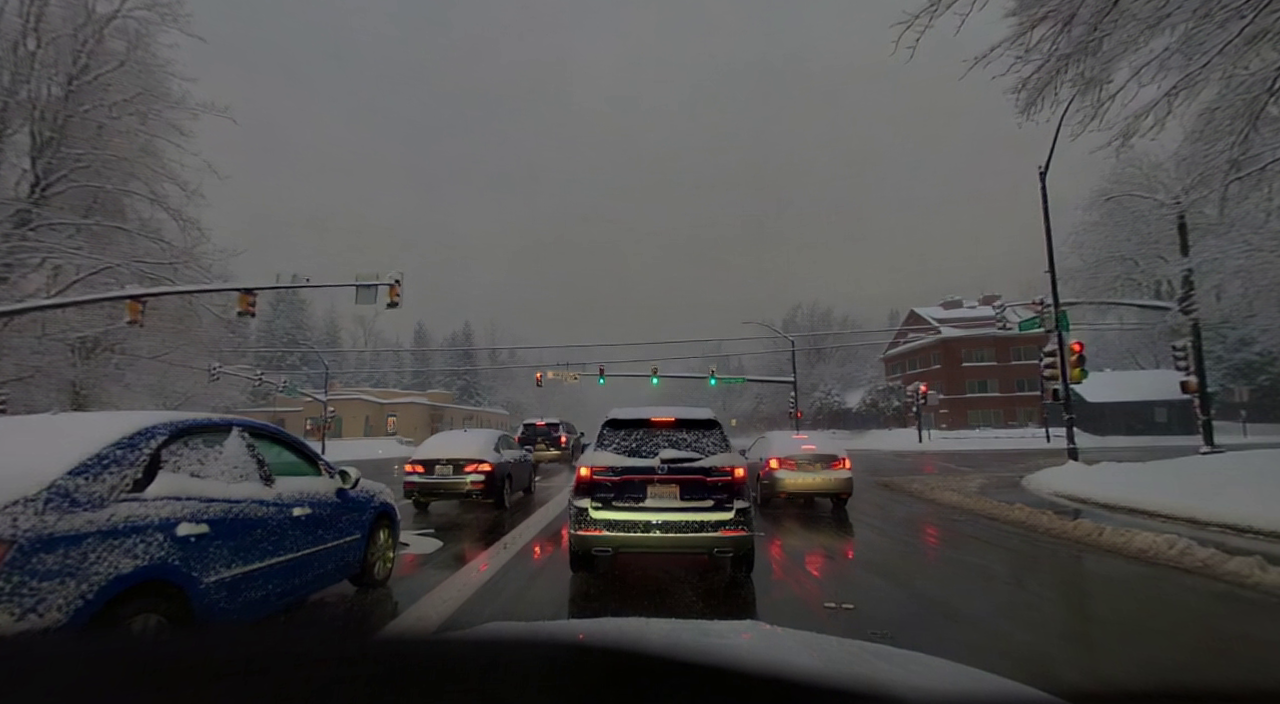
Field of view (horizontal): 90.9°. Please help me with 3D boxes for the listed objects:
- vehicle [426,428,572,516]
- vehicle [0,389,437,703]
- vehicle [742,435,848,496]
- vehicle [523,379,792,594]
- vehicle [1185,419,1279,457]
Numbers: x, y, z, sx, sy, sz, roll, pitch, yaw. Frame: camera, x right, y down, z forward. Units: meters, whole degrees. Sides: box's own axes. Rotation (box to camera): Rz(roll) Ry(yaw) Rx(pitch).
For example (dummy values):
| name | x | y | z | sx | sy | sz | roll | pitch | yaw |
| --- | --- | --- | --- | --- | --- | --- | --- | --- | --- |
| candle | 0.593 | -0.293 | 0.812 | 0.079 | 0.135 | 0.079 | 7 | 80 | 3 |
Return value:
| name | x | y | z | sx | sy | sz | roll | pitch | yaw |
| --- | --- | --- | --- | --- | --- | --- | --- | --- | --- |
| vehicle | -2.688 | 2.386 | 13.059 | 1.851 | 1.502 | 4.042 | 0 | -8 | 4 |
| vehicle | -3.226 | 1.197 | 4.405 | 1.958 | 1.494 | 4.624 | 0 | -8 | 2 |
| vehicle | 4.097 | 3.060 | 17.345 | 1.979 | 1.453 | 4.011 | 0 | -8 | 1 |
| vehicle | 0.203 | 1.467 | 7.667 | 2.300 | 1.832 | 4.331 | 0 | -8 | 1 |
| vehicle | 26.991 | 3.786 | 27.577 | 4.026 | 1.573 | 2.271 | -1 | -8 | 6 |
